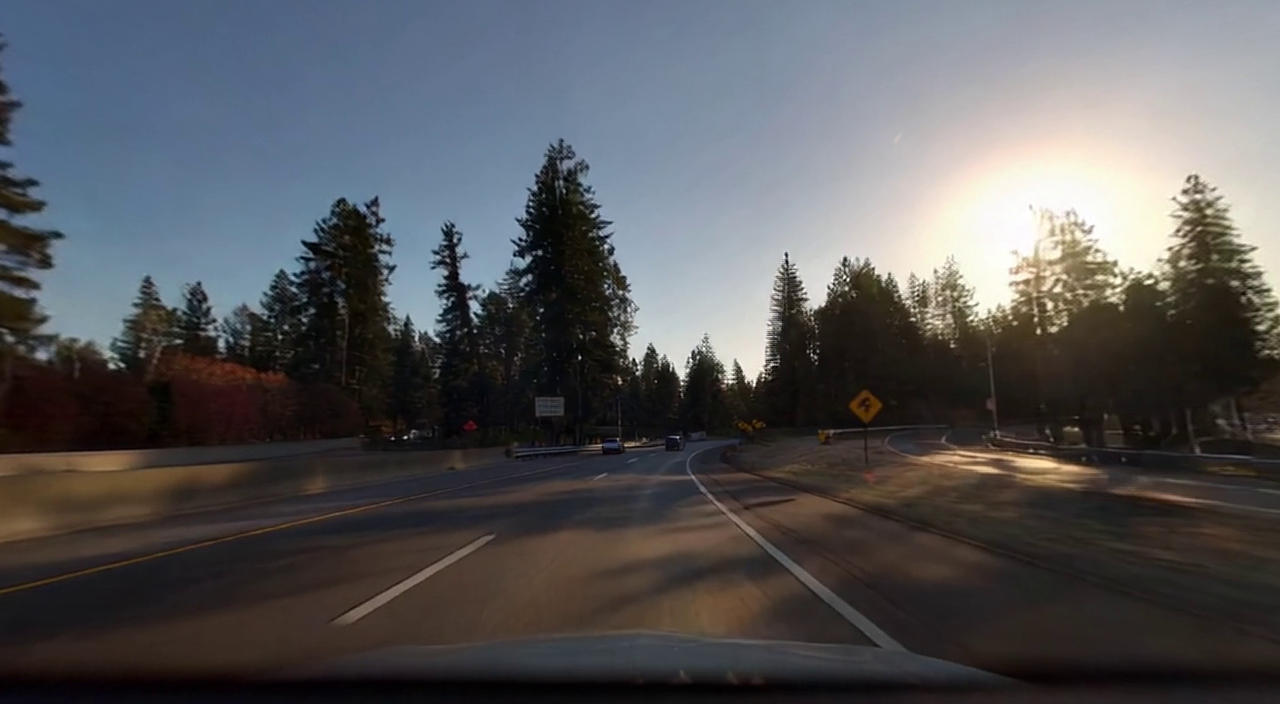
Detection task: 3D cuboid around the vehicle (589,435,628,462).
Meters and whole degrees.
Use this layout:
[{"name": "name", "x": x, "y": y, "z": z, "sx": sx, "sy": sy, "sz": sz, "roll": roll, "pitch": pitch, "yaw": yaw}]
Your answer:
[{"name": "vehicle", "x": -2.094, "y": 6.646, "z": 43.357, "sx": 2.129, "sy": 1.742, "sz": 4.217, "roll": -1, "pitch": -8, "yaw": 5}]
